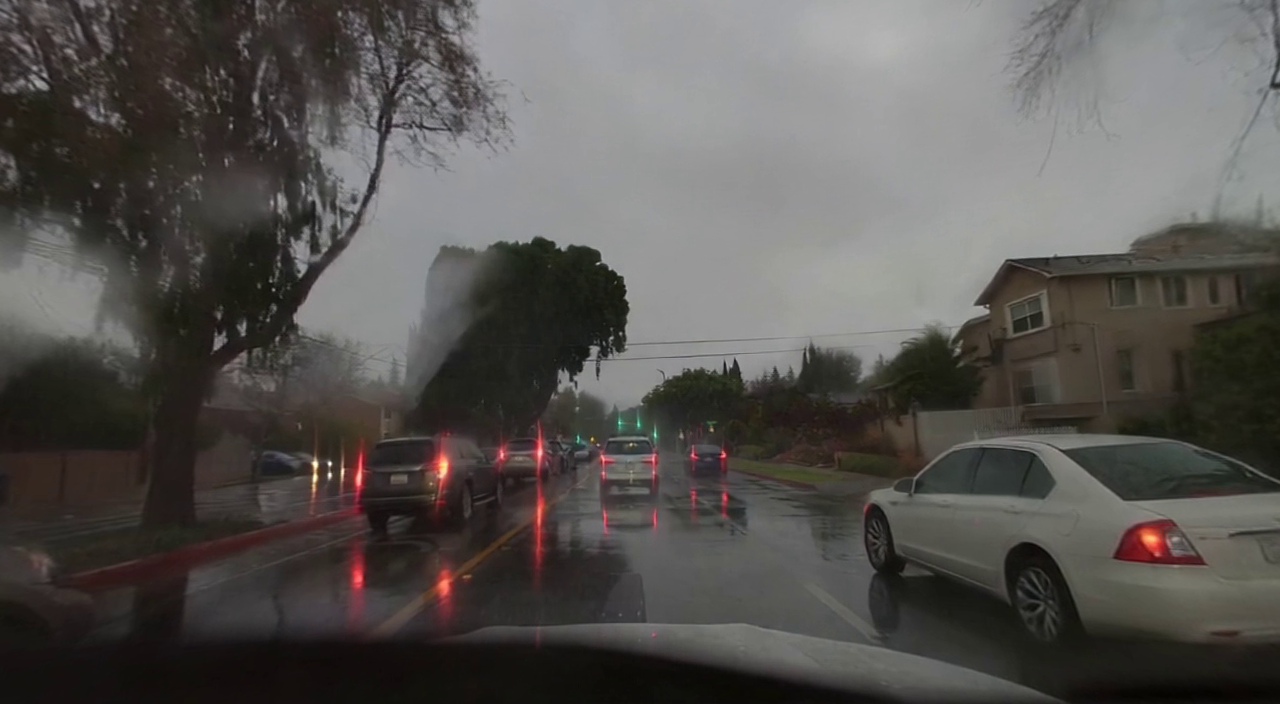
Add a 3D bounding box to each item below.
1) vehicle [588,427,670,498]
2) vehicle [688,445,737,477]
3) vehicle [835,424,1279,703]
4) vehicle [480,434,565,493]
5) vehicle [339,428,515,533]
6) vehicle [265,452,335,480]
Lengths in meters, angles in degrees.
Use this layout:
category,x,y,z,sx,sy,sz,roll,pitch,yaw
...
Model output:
category,x,y,z,sx,sy,sz,roll,pitch,yaw
vehicle,-0.293,3.245,18.963,2.164,1.867,4.254,0,-8,0
vehicle,3.525,5.379,31.453,1.880,1.476,3.932,0,-8,-1
vehicle,3.486,1.458,5.612,1.977,1.480,4.589,0,-8,-1
vehicle,-3.661,3.539,20.395,1.932,1.695,4.150,0,-8,0
vehicle,-3.713,2.296,11.925,1.864,1.576,4.324,0,-8,-1
vehicle,-22.316,7.474,41.676,2.060,1.643,4.623,0,-8,0
